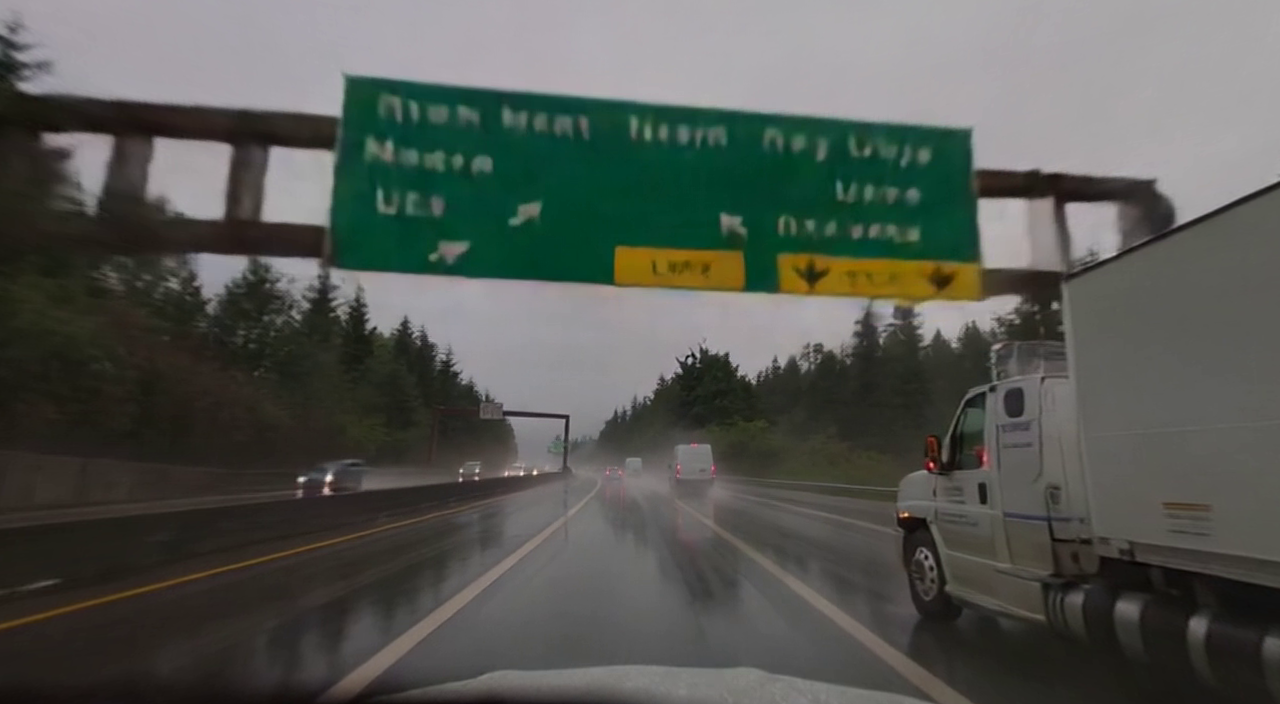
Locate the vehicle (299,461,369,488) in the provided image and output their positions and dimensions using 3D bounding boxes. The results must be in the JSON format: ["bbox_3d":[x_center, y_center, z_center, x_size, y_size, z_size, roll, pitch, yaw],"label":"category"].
[{"bbox_3d":[-17.857,7.181,36.941,1.864,1.427,4.621,1,-10,-1],"label":"vehicle"}]

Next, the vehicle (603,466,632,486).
[{"bbox_3d":[-1.802,9.768,49.647,2.106,1.524,4.381,1,-10,-3],"label":"vehicle"}]

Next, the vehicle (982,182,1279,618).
[{"bbox_3d":[7.570,0.053,3.725,2.866,4.102,14.351,1,-10,-1],"label":"vehicle"}]

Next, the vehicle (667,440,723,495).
[{"bbox_3d":[2.844,6.193,33.752,2.291,2.639,5.280,1,-10,-2],"label":"vehicle"}]
